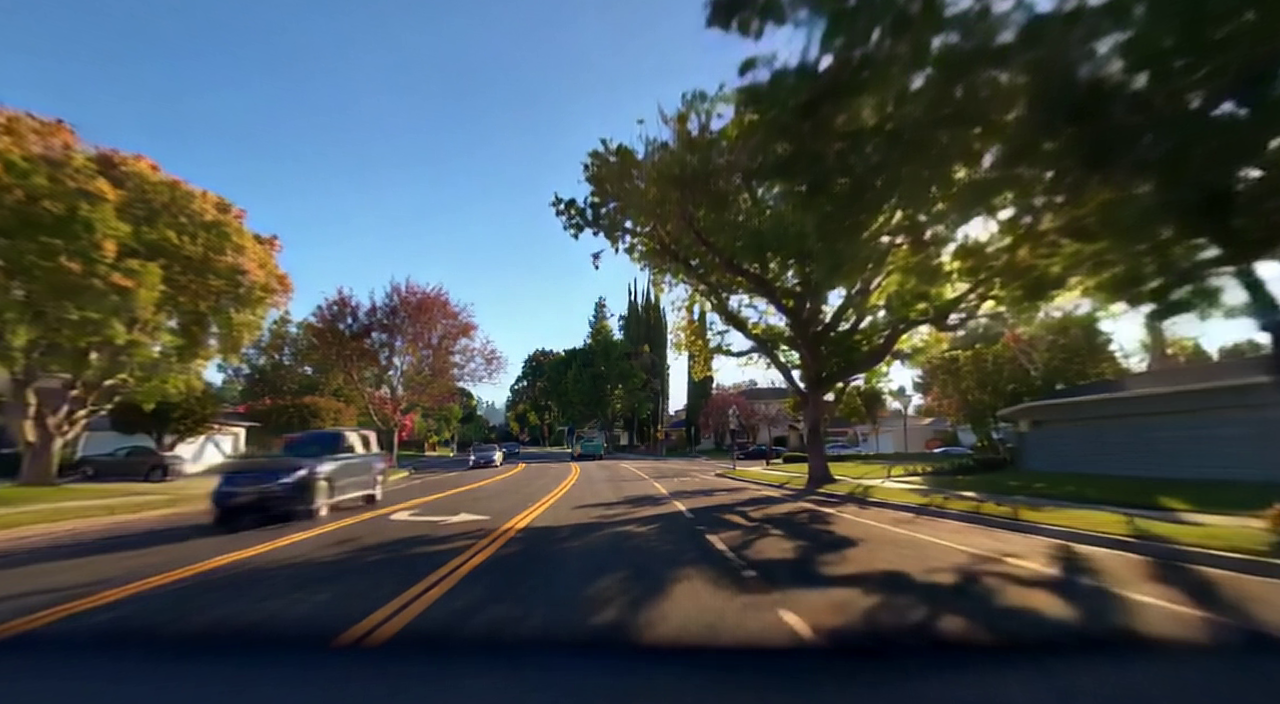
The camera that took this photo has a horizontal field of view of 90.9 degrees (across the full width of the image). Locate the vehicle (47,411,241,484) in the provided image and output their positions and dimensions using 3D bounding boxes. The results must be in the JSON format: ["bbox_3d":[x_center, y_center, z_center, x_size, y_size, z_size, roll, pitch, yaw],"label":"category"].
[{"bbox_3d":[-20.261,3.887,25.883,6.474,2.781,2.364,-1,-9,11],"label":"vehicle"}]

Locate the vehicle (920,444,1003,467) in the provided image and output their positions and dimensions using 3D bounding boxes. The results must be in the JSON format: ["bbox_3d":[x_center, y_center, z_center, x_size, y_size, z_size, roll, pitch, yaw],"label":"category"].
[{"bbox_3d":[21.808,7.022,42.884,4.607,1.481,1.884,-1,-9,10],"label":"vehicle"}]

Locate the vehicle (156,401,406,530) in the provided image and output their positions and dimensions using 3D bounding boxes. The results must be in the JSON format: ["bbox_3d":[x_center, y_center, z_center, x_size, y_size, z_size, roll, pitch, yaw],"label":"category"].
[{"bbox_3d":[-6.717,2.201,12.675,2.281,2.069,4.797,0,-9,-2],"label":"vehicle"}]

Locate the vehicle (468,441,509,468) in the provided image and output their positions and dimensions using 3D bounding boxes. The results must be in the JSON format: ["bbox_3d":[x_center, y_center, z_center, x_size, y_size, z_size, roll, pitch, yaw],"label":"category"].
[{"bbox_3d":[-9.329,6.344,39.169,1.910,1.538,4.478,0,-8,-7],"label":"vehicle"}]
